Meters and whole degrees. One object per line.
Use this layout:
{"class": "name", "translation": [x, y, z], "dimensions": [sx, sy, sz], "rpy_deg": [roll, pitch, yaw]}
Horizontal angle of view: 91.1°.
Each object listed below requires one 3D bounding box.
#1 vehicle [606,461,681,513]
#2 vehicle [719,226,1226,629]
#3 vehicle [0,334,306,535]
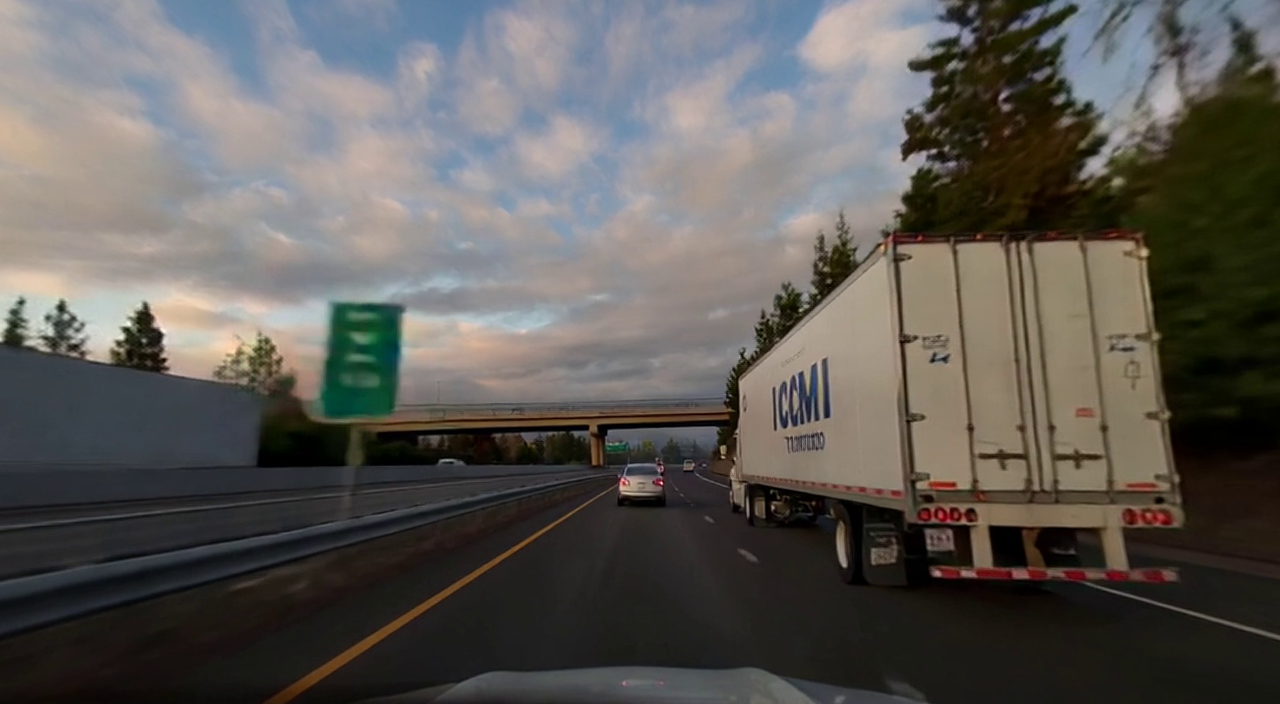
{"class": "vehicle", "translation": [0.116, 4.245, 20.018], "dimensions": [2.156, 1.444, 3.762], "rpy_deg": [1, -10, 0]}
{"class": "vehicle", "translation": [4.375, 2.182, 14.763], "dimensions": [2.964, 4.188, 16.587], "rpy_deg": [1, -10, 0]}
{"class": "vehicle", "translation": [-13.373, 1.829, 13.366], "dimensions": [2.871, 3.707, 16.908], "rpy_deg": [0, -11, 2]}
